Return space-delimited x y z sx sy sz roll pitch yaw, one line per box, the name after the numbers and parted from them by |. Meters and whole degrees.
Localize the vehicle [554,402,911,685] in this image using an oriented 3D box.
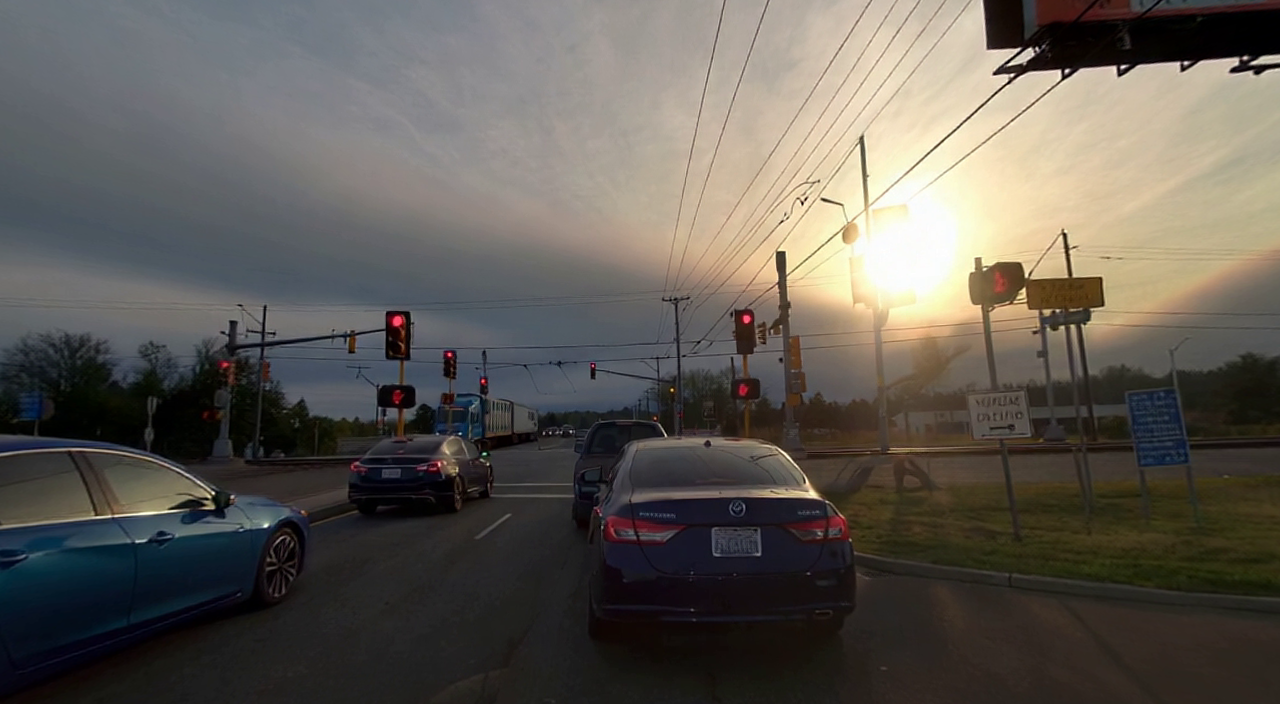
0.397 1.351 5.555 1.998 1.529 3.960 1 -9 -4 | vehicle

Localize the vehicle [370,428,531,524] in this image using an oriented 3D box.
-3.360 2.271 12.101 1.984 1.505 3.982 0 -9 -2 | vehicle

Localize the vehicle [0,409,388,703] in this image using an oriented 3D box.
-3.710 1.253 4.476 1.956 1.468 4.585 0 -9 0 | vehicle
